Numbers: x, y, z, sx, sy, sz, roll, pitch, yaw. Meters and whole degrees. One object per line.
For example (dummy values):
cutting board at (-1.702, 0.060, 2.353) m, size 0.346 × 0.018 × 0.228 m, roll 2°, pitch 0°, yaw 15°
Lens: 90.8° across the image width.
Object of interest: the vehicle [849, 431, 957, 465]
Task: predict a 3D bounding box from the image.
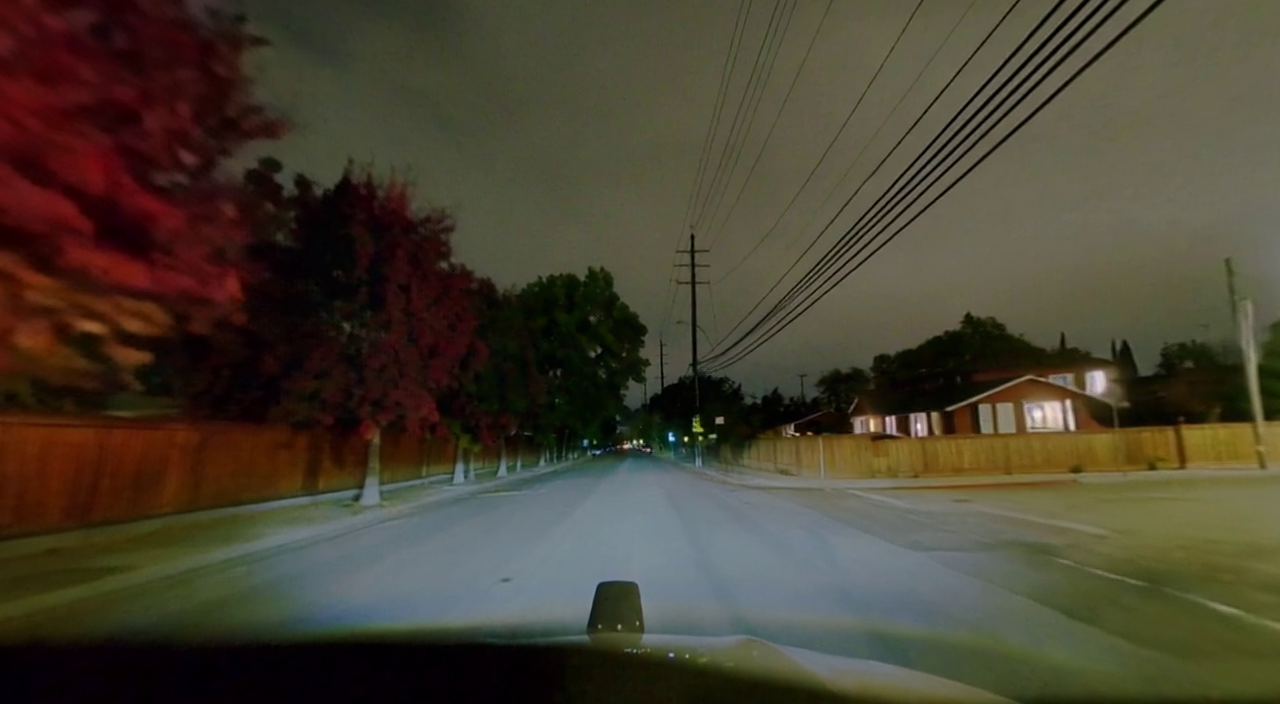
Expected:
vehicle at (12.345, 4.573, 29.985) m, size 4.286 × 1.525 × 2.219 m, roll -2°, pitch -9°, yaw 10°
